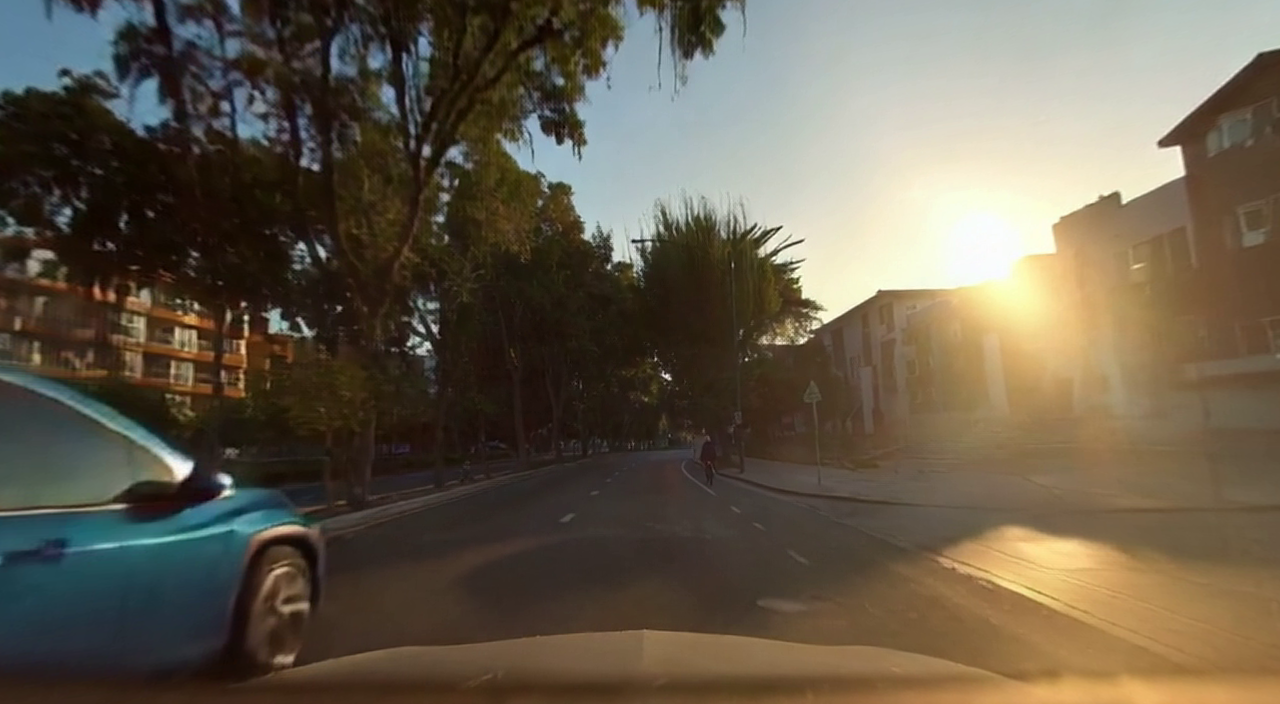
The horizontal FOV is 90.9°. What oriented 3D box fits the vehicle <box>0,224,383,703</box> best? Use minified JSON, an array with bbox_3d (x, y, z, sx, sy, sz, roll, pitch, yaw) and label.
[{"bbox_3d":[-2.848,0.564,1.404,2.294,1.859,5.127,0,-9,1],"label":"vehicle"}]
